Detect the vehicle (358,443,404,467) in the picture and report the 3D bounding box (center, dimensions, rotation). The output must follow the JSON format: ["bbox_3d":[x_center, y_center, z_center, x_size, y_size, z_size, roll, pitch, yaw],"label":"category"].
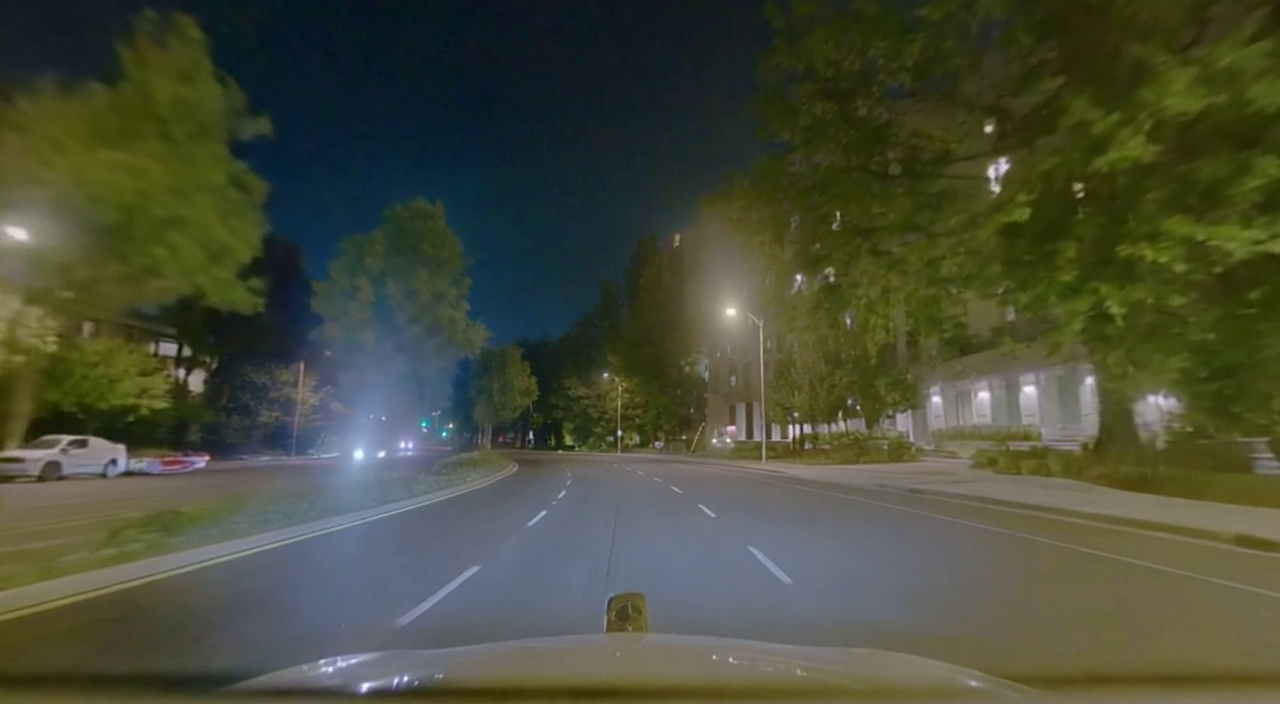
[{"bbox_3d":[-17.644,6.994,43.062,1.987,1.489,4.389,1,-9,-11],"label":"vehicle"}]

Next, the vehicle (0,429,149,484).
[{"bbox_3d":[-22.392,4.077,24.942,2.387,1.951,4.827,1,-8,-7],"label":"vehicle"}]

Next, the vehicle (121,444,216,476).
[{"bbox_3d":[-23.236,5.296,31.274,1.844,1.452,4.362,1,-8,-8],"label":"vehicle"}]
